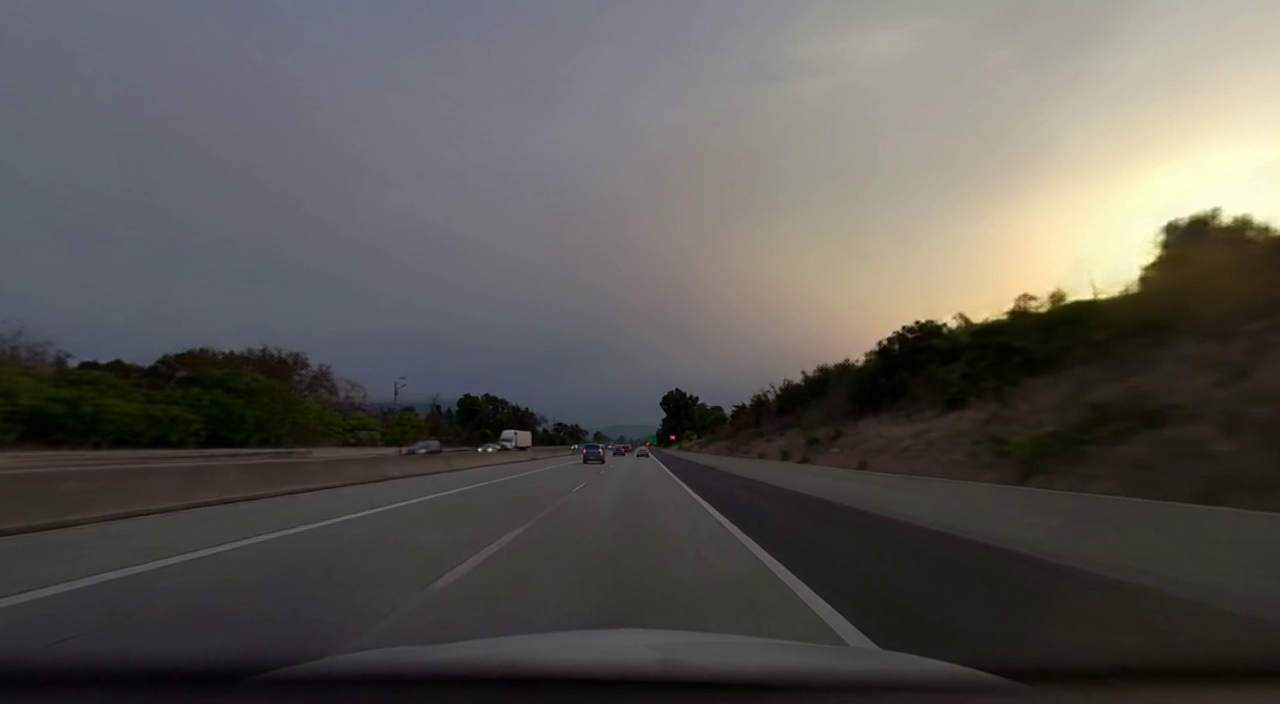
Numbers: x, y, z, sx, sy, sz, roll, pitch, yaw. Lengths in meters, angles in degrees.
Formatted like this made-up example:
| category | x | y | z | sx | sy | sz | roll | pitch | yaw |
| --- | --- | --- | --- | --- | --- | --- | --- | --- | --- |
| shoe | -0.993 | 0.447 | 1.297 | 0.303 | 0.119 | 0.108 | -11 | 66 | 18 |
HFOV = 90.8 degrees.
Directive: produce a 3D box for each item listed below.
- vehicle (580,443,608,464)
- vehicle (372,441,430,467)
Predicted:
| category | x | y | z | sx | sy | sz | roll | pitch | yaw |
| --- | --- | --- | --- | --- | --- | --- | --- | --- | --- |
| vehicle | -3.541 | 7.915 | 49.150 | 1.921 | 1.536 | 3.920 | 0 | -9 | 0 |
| vehicle | -15.454 | 6.633 | 41.129 | 2.003 | 1.528 | 4.634 | 0 | -9 | 0 |
